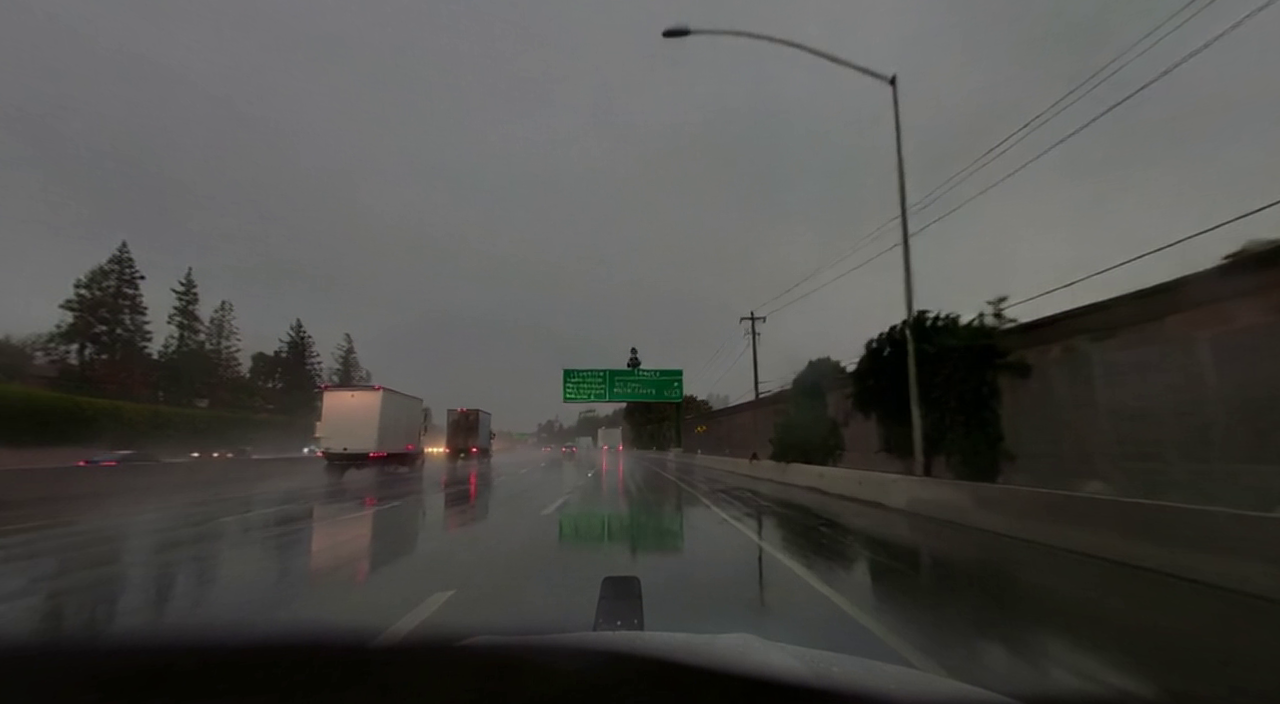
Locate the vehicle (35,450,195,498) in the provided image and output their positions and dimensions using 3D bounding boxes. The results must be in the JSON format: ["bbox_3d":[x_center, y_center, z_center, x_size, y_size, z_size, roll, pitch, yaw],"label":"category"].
[{"bbox_3d":[-18.013,4.155,22.072,1.842,1.452,4.612,0,-8,-3],"label":"vehicle"}]

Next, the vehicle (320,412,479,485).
[{"bbox_3d":[-10.785,4.672,30.871,3.270,2.674,14.547,1,-8,-5],"label":"vehicle"}]
